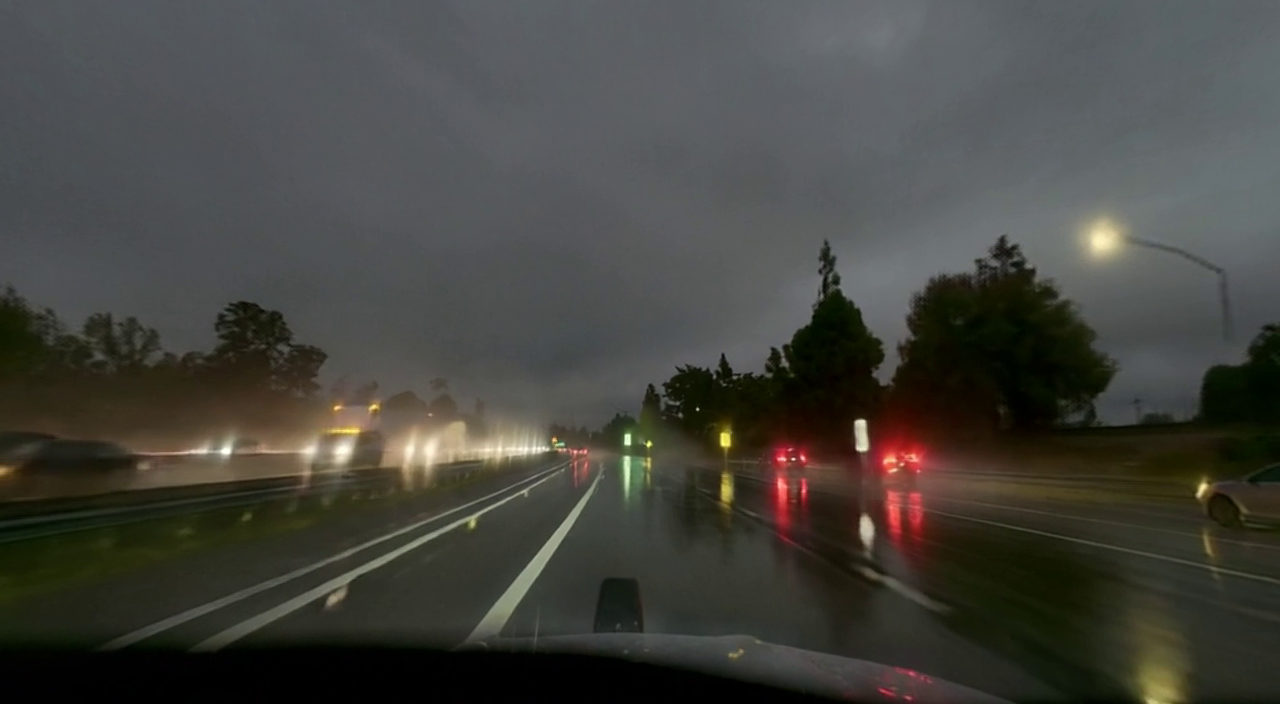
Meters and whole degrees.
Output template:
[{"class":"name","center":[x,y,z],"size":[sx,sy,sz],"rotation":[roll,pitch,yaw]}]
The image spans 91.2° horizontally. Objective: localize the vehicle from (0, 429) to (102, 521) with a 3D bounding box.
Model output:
[{"class":"vehicle","center":[-11.185,1.981,10.020],"size":[1.817,1.455,3.867],"rotation":[0,-9,-3]}]

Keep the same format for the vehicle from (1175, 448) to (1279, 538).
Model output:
[{"class":"vehicle","center":[12.196,2.432,10.701],"size":[1.941,1.536,4.585],"rotation":[0,-9,-2]}]

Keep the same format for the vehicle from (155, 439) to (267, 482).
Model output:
[{"class":"vehicle","center":[-17.884,4.521,26.411],"size":[1.887,1.608,4.327],"rotation":[0,-9,-4]}]

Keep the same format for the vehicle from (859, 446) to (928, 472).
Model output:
[{"class":"vehicle","center":[18.019,7.618,44.800],"size":[2.020,1.738,4.549],"rotation":[2,-9,-17]}]

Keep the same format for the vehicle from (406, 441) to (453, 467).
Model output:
[{"class":"vehicle","center":[-13.820,6.724,41.315],"size":[1.865,1.583,4.097],"rotation":[0,-9,-3]}]

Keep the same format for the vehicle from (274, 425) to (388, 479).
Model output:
[{"class":"vehicle","center":[-12.520,4.105,25.909],"size":[2.195,1.976,5.455],"rotation":[0,-9,-4]}]
